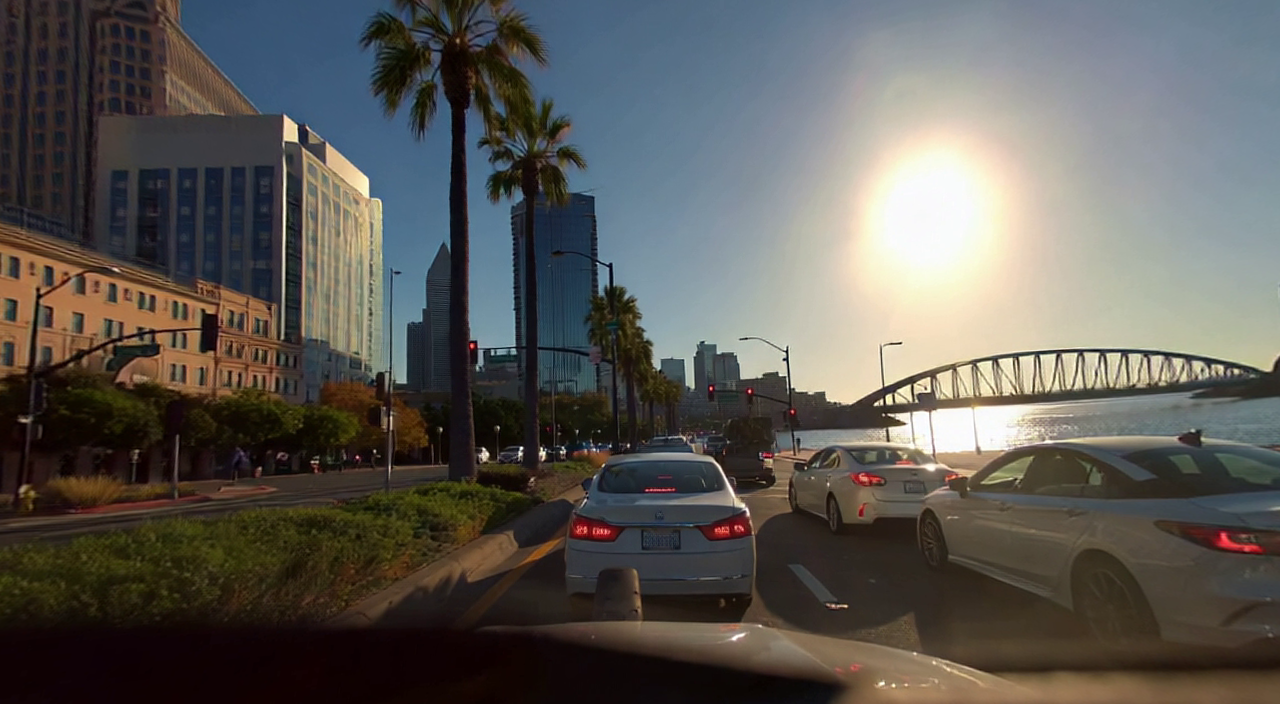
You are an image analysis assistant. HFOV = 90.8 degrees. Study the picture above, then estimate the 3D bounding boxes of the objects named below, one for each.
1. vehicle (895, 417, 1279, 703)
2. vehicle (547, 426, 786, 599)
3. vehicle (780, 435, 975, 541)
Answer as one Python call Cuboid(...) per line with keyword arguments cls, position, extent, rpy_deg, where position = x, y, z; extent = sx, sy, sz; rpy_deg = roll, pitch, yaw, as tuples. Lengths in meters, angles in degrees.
Cuboid(cls="vehicle", position=(3.911, 1.363, 5.081), extent=(1.913, 1.469, 4.425), rpy_deg=(0, -9, 1))
Cuboid(cls="vehicle", position=(0.264, 1.698, 7.477), extent=(2.093, 1.503, 3.681), rpy_deg=(0, -9, 1))
Cuboid(cls="vehicle", position=(3.890, 2.287, 11.295), extent=(1.920, 1.490, 4.417), rpy_deg=(-1, -9, 3))
